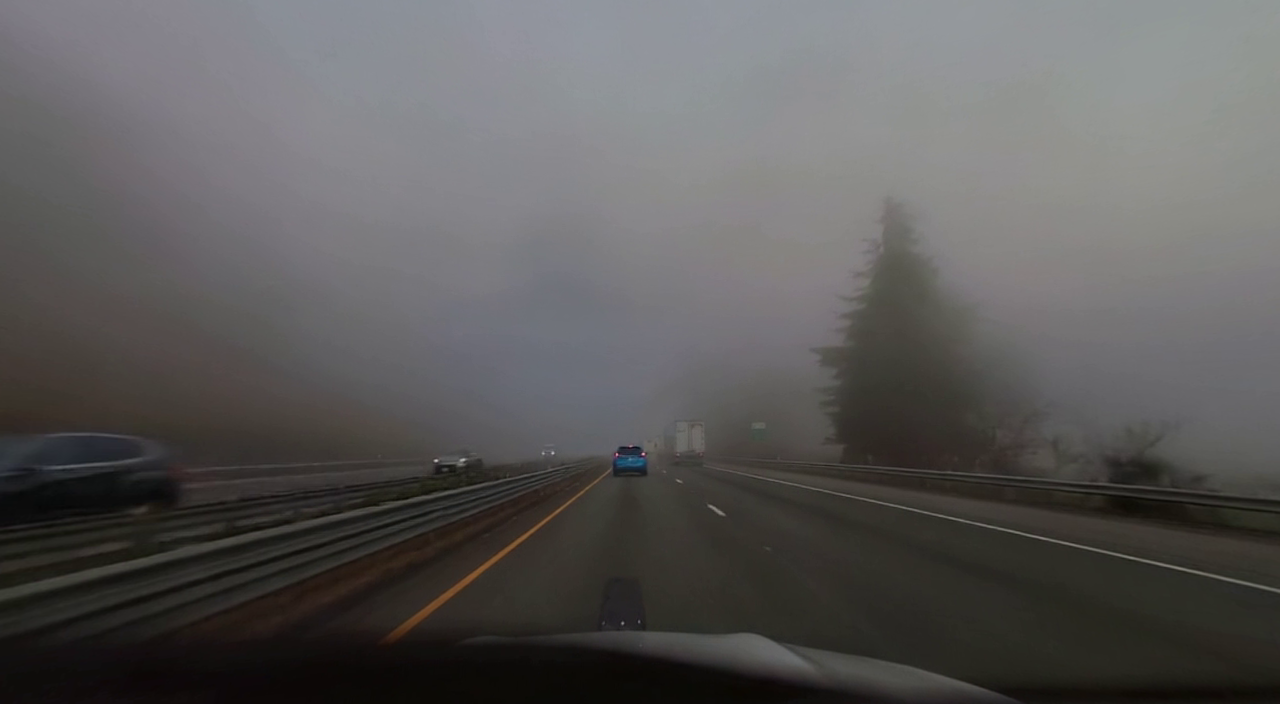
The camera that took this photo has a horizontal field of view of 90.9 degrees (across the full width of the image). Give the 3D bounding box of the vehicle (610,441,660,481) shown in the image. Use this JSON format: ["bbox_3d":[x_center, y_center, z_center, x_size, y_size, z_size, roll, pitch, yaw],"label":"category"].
[{"bbox_3d":[-0.258,5.079,29.474,2.190,1.706,4.062,0,-9,-1],"label":"vehicle"}]

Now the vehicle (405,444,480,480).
[{"bbox_3d":[-8.678,4.876,28.093,1.974,1.465,4.130,0,-9,0],"label":"vehicle"}]

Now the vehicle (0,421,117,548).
[{"bbox_3d":[-8.715,1.483,6.822,1.961,1.521,4.766,0,-9,1],"label":"vehicle"}]
